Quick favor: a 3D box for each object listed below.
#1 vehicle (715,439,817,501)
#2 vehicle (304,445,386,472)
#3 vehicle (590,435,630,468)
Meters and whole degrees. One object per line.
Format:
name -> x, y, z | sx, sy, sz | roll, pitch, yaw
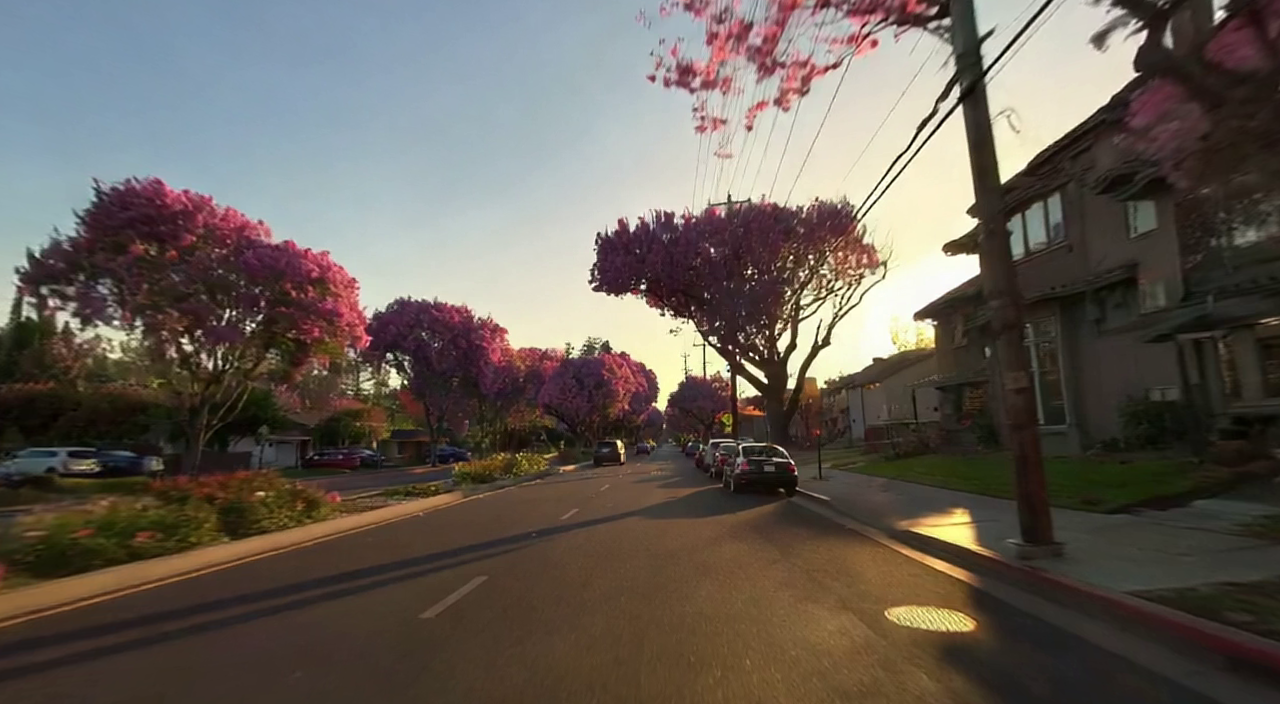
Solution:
vehicle -> 3.326, 3.216, 17.641 | 1.985, 1.500, 4.654 | 0, -9, 1
vehicle -> -21.885, 7.895, 46.952 | 5.252, 1.925, 2.061 | 3, -9, -19
vehicle -> -1.831, 6.328, 40.373 | 2.202, 1.961, 4.980 | 0, -9, 2
